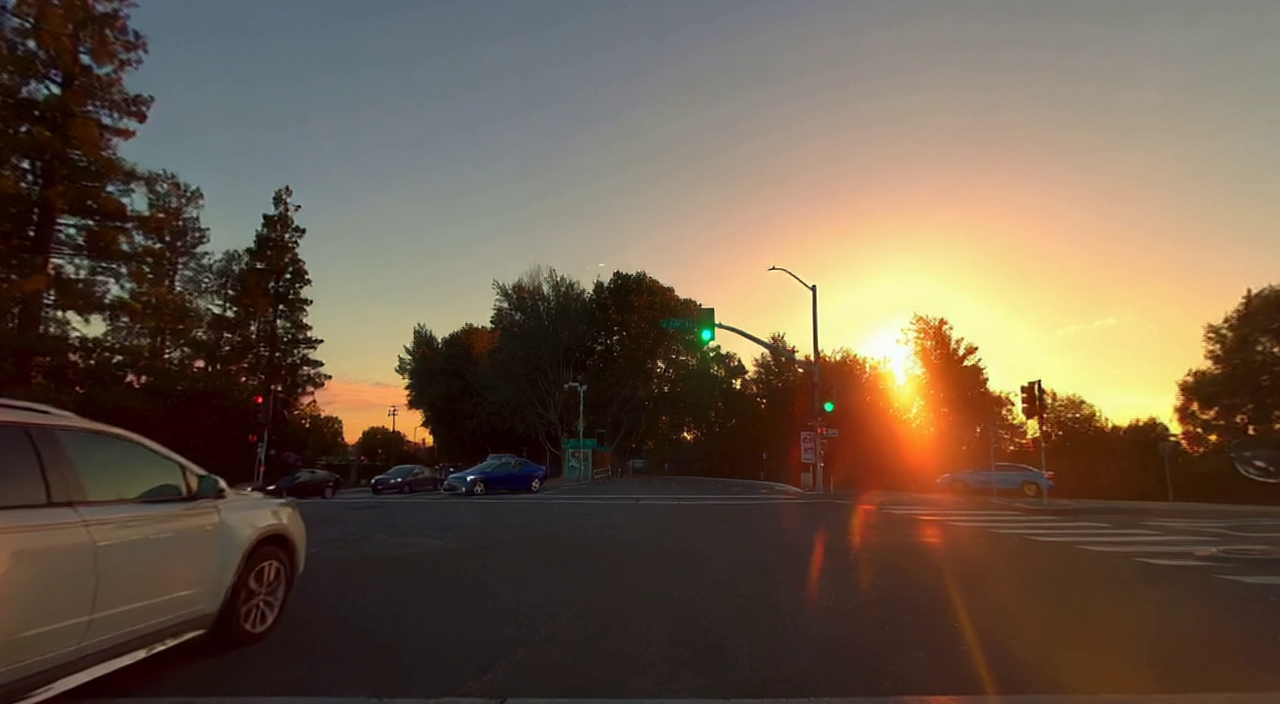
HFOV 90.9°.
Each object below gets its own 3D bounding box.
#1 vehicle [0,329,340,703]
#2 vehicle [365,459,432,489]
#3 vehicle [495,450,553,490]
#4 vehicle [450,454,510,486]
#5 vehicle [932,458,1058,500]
[{"bbox_3d":[-3.498,0.841,2.568,2.242,1.761,4.505,0,-8,1],"label":"vehicle"},{"bbox_3d":[-17.240,8.724,45.242,2.111,1.925,4.507,-3,-9,16],"label":"vehicle"},{"bbox_3d":[-4.774,4.887,26.519,2.107,1.456,4.728,1,-9,-7],"label":"vehicle"},{"bbox_3d":[-8.043,5.973,32.076,1.960,1.433,4.213,0,-8,0],"label":"vehicle"},{"bbox_3d":[15.543,5.562,27.843,4.571,1.621,2.113,-5,-10,27],"label":"vehicle"}]
